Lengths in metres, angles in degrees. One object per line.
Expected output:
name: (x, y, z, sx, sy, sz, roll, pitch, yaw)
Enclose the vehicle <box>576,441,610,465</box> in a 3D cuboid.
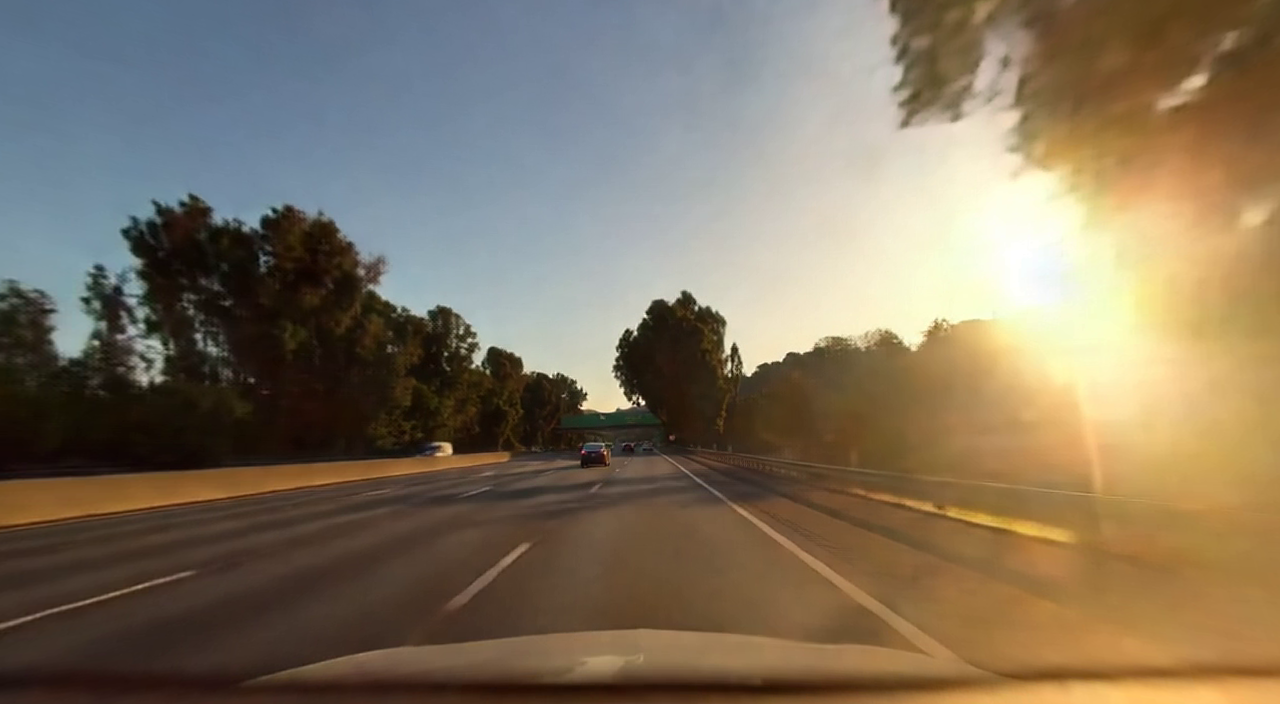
vehicle: (-3.239, 7.023, 44.087, 1.993, 1.589, 3.898, 0, -8, 1)
